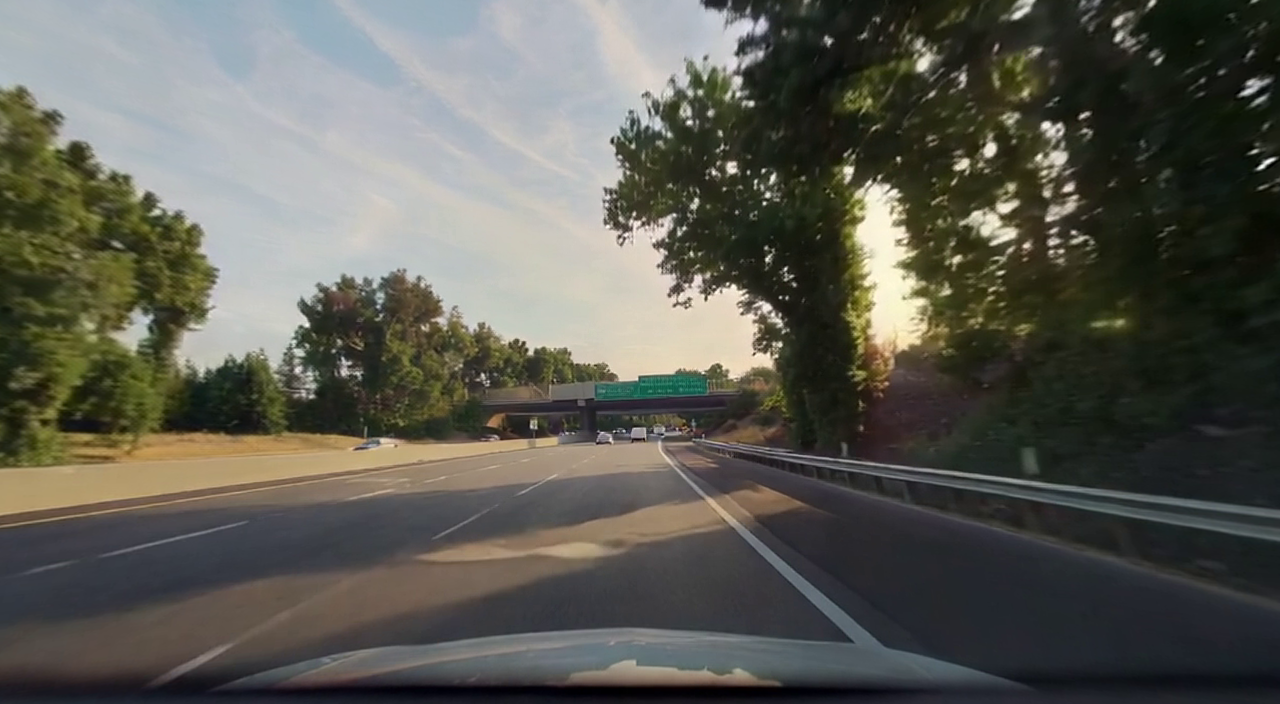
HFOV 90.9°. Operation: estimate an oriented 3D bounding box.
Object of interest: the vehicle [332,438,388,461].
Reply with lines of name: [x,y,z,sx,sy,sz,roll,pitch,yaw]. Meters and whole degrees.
vehicle: [-19.341,6.734,43.768,1.855,1.478,4.328,0,-7,1]
